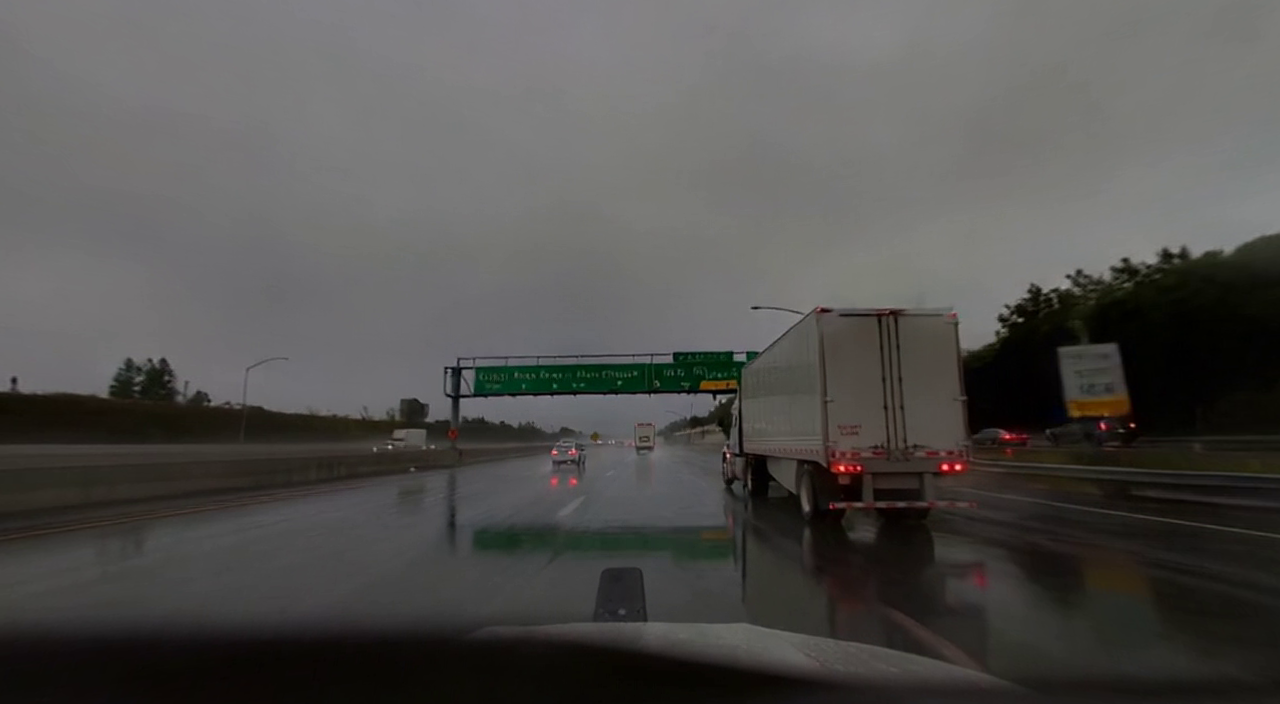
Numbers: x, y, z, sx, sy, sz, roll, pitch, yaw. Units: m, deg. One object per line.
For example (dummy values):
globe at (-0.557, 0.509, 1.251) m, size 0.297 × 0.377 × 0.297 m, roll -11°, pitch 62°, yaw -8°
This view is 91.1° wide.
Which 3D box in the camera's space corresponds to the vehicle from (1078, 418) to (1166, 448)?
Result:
vehicle at (28.657, 4.840, 37.498) m, size 1.928 × 1.603 × 4.315 m, roll 1°, pitch -7°, yaw 2°

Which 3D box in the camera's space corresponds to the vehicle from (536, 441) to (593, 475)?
vehicle at (-3.657, 5.260, 31.491) m, size 2.143 × 1.529 × 4.918 m, roll 0°, pitch -8°, yaw 1°

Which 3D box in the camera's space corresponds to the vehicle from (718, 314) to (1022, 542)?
vehicle at (4.048, 1.882, 14.670) m, size 3.049 × 3.395 × 10.595 m, roll 0°, pitch -8°, yaw 0°
